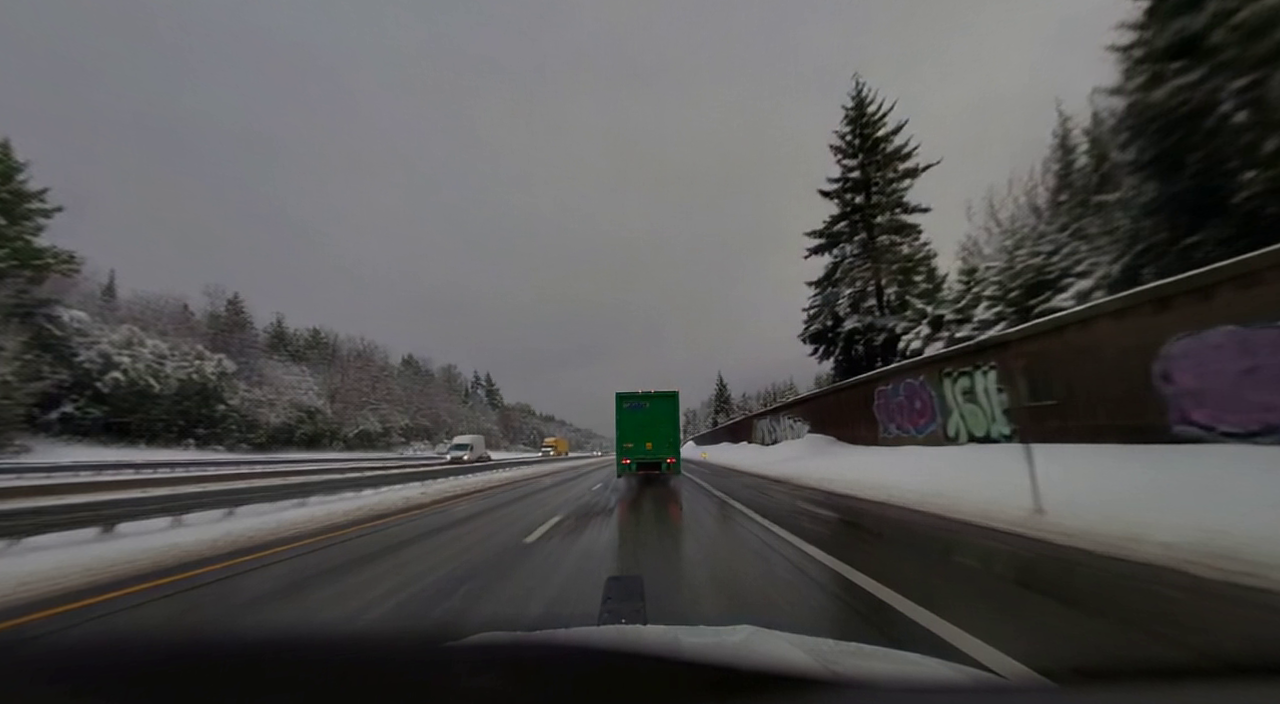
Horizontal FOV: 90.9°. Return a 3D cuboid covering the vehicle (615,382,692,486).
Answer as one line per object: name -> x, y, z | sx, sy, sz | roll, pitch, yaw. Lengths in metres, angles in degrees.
vehicle -> 0.414, 3.897, 29.033 | 2.900, 3.955, 10.151 | 0, -9, -1
